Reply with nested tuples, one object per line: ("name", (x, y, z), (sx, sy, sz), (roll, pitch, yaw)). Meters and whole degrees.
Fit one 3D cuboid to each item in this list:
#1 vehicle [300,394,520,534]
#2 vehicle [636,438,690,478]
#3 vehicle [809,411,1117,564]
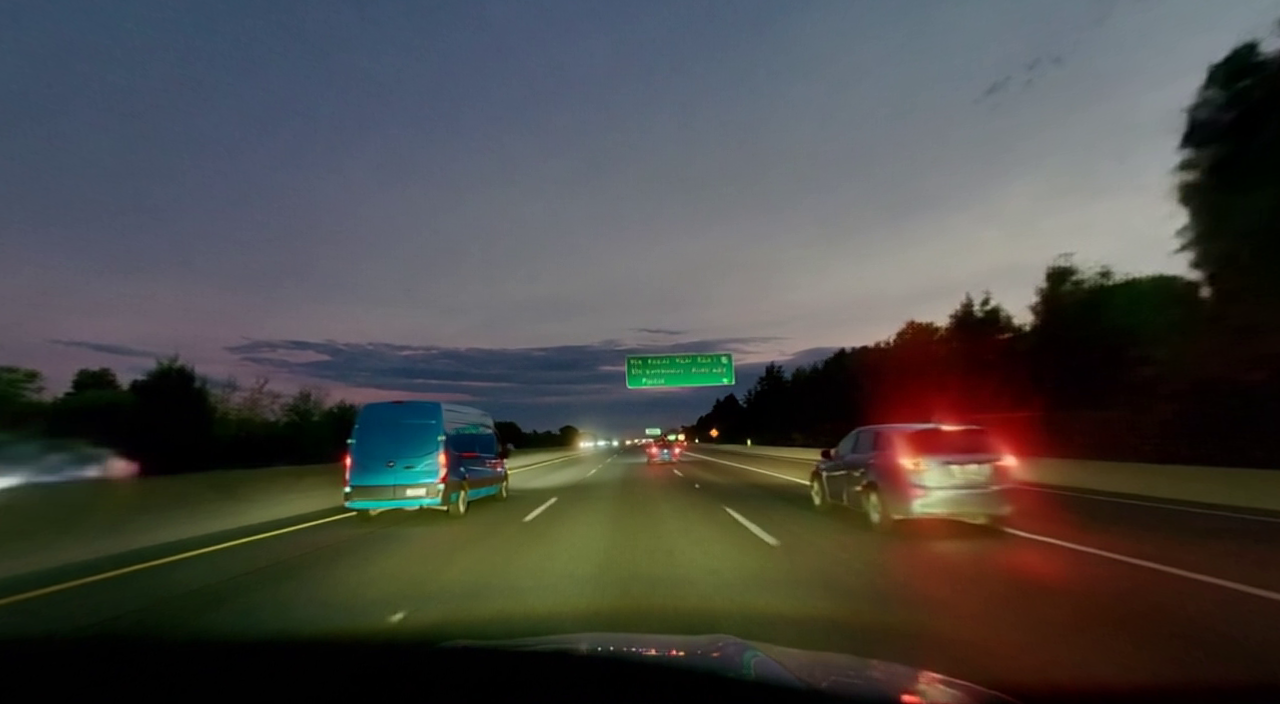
("vehicle", (-3.886, 1.995, 11.933), (2.275, 2.053, 5.082), (0, -8, -1))
("vehicle", (0.849, 4.222, 25.421), (2.020, 1.464, 3.803), (0, -8, 0))
("vehicle", (4.113, 1.767, 9.135), (1.996, 1.638, 4.496), (0, -8, -1))
